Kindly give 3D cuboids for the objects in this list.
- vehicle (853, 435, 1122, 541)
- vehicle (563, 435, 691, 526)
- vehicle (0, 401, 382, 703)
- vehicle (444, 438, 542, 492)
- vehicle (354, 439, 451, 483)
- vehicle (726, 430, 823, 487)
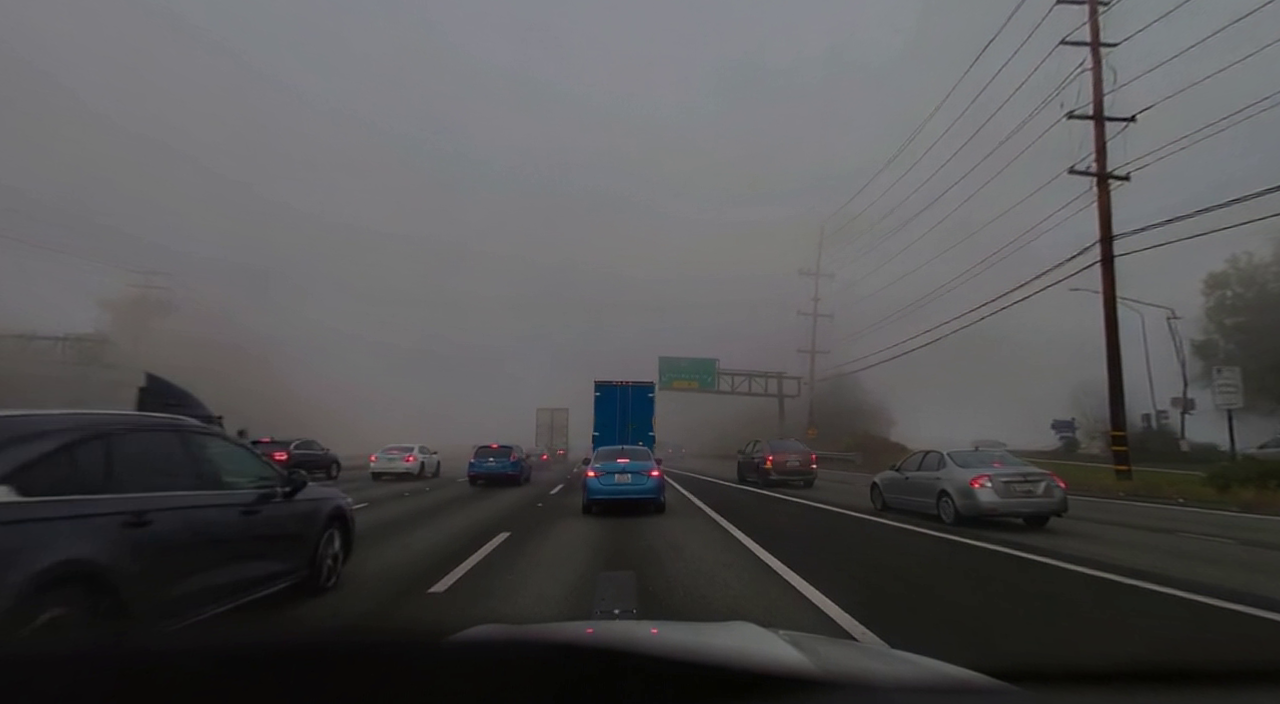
[{"bbox_3d":[5.440,2.156,10.686,1.878,1.406,4.164,1,-9,-6],"label":"vehicle"},{"bbox_3d":[-0.312,2.430,12.479,2.112,1.463,4.012,0,-9,-3],"label":"vehicle"},{"bbox_3d":[-3.762,1.161,3.982,2.235,1.472,4.860,0,-9,0],"label":"vehicle"},{"bbox_3d":[-4.411,3.498,19.883,1.960,1.450,5.246,0,-9,-2],"label":"vehicle"},{"bbox_3d":[-8.841,4.081,23.986,1.988,1.472,4.852,0,-9,-3],"label":"vehicle"},{"bbox_3d":[4.322,3.507,21.045,2.023,1.676,4.002,1,-9,-6],"label":"vehicle"}]
